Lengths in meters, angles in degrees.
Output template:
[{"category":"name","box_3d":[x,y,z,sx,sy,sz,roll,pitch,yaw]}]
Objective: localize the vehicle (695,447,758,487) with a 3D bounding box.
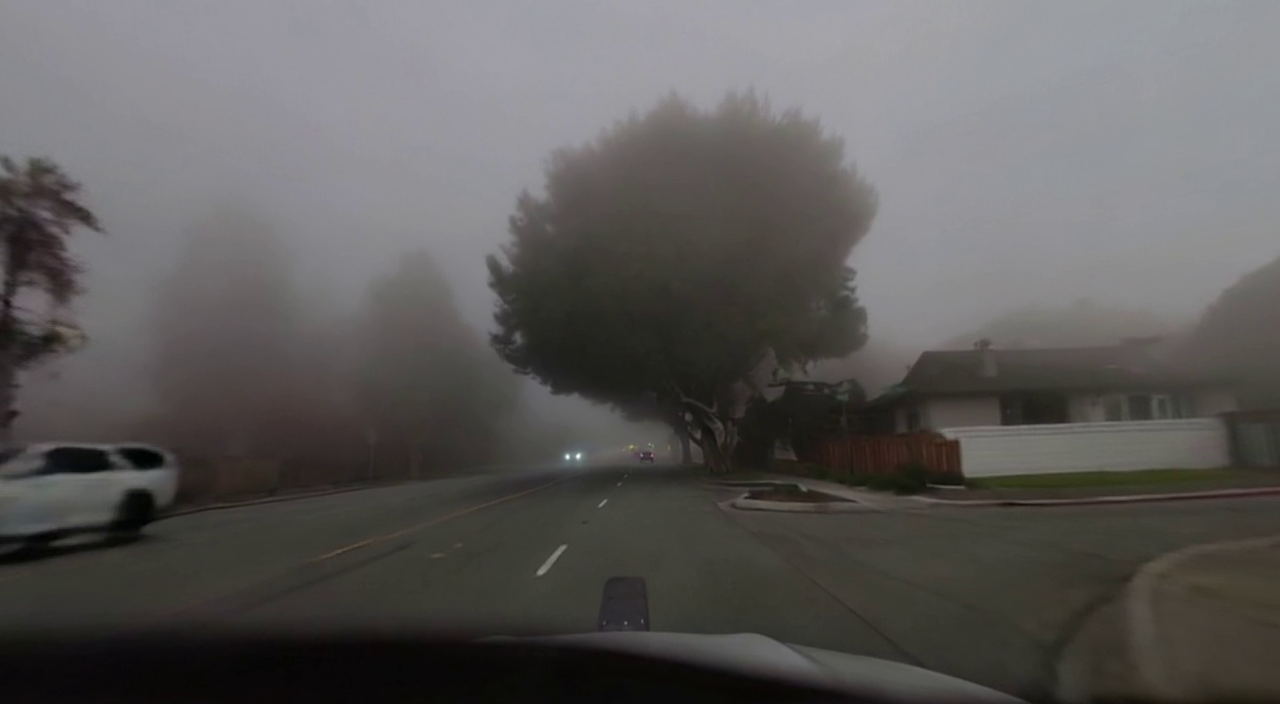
[{"category":"vehicle","box_3d":[3.555,4.830,26.873,2.011,1.507,4.769,0,-9,0]}]

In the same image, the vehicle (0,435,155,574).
[{"category":"vehicle","box_3d":[-9.020,1.944,8.143,1.981,1.716,4.315,0,-9,1]}]
